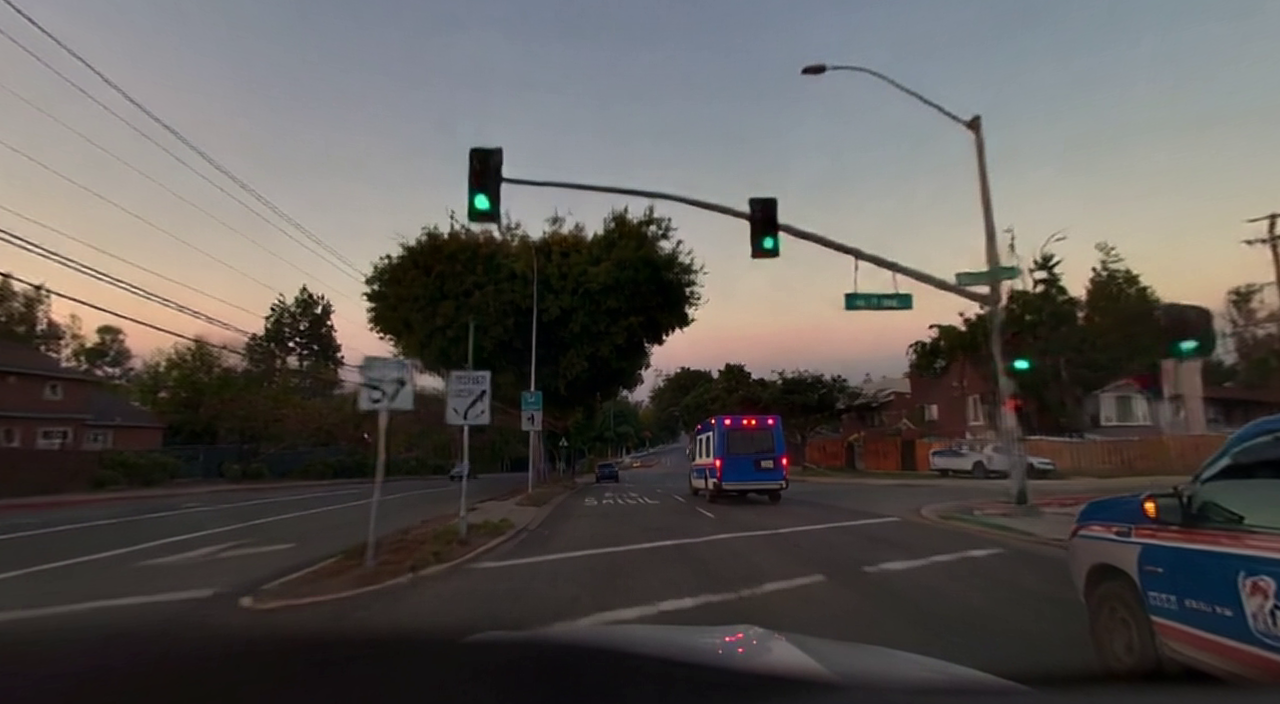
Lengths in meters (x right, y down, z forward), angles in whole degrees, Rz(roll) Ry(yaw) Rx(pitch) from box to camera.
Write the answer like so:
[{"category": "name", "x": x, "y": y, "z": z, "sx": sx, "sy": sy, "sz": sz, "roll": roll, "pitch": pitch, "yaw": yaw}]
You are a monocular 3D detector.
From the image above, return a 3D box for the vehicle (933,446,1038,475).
[{"category": "vehicle", "x": 19.096, "y": 5.994, "z": 34.999, "sx": 4.868, "sy": 1.455, "sz": 2.054, "roll": -6, "pitch": -10, "yaw": 32}]

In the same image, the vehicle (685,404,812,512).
[{"category": "vehicle", "x": 2.945, "y": 3.089, "z": 18.844, "sx": 2.406, "sy": 2.687, "sz": 5.521, "roll": 0, "pitch": -8, "yaw": -4}]

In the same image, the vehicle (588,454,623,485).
[{"category": "vehicle", "x": -2.226, "y": 7.404, "z": 40.071, "sx": 2.114, "sy": 1.707, "sz": 3.725, "roll": 0, "pitch": -8, "yaw": -4}]

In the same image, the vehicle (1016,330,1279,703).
[{"category": "vehicle", "x": 4.029, "y": 0.768, "z": 2.291, "sx": 2.194, "sy": 1.922, "sz": 4.822, "roll": -1, "pitch": -8, "yaw": -2}]
